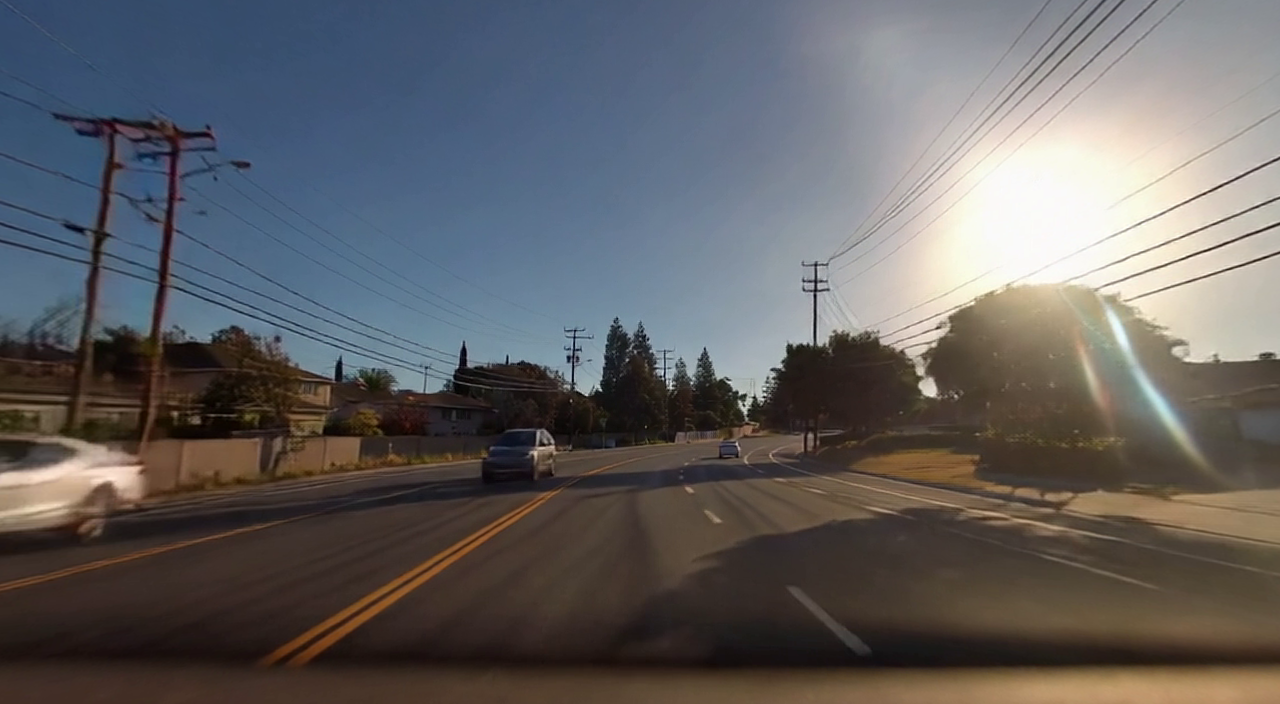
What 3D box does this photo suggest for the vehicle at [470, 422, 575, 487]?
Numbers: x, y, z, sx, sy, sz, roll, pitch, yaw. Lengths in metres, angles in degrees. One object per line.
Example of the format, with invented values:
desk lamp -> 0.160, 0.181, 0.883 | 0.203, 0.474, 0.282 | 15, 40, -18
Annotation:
vehicle -> -3.539, 3.247, 20.114 | 2.191, 1.771, 4.981 | -1, -9, 3

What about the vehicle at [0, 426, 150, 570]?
vehicle -> -7.643, 1.443, 6.033 | 2.019, 1.476, 4.786 | 0, -9, 0

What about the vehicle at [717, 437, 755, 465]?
vehicle -> 5.373, 5.583, 35.666 | 1.982, 1.451, 4.152 | -1, -9, 7
